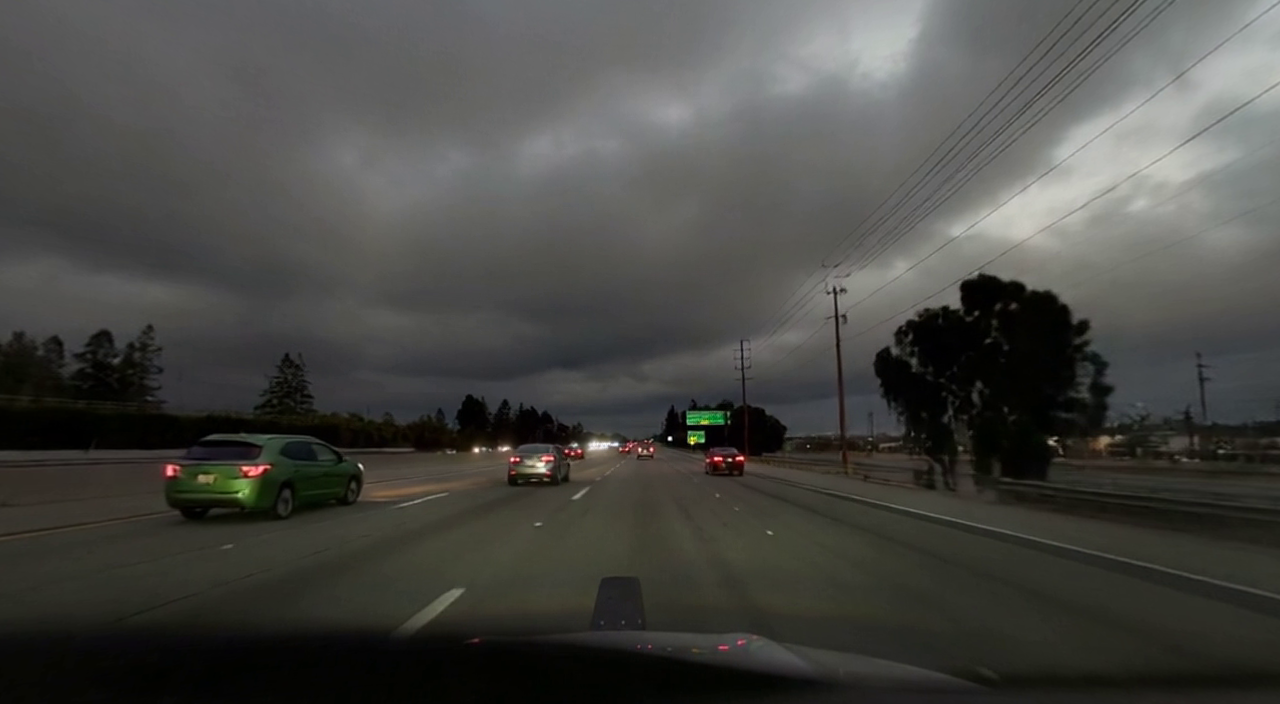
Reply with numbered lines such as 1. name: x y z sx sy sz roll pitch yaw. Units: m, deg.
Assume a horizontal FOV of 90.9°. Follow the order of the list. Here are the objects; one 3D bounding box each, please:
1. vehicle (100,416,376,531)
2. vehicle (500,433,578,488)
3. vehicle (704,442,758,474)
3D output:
1. vehicle: -7.399 2.276 12.456 2.162 1.805 4.853 0 -8 1
2. vehicle: -3.362 3.718 21.841 1.961 1.704 4.052 0 -8 1
3. vehicle: 4.432 5.212 31.221 1.964 1.479 4.252 0 -8 -1
